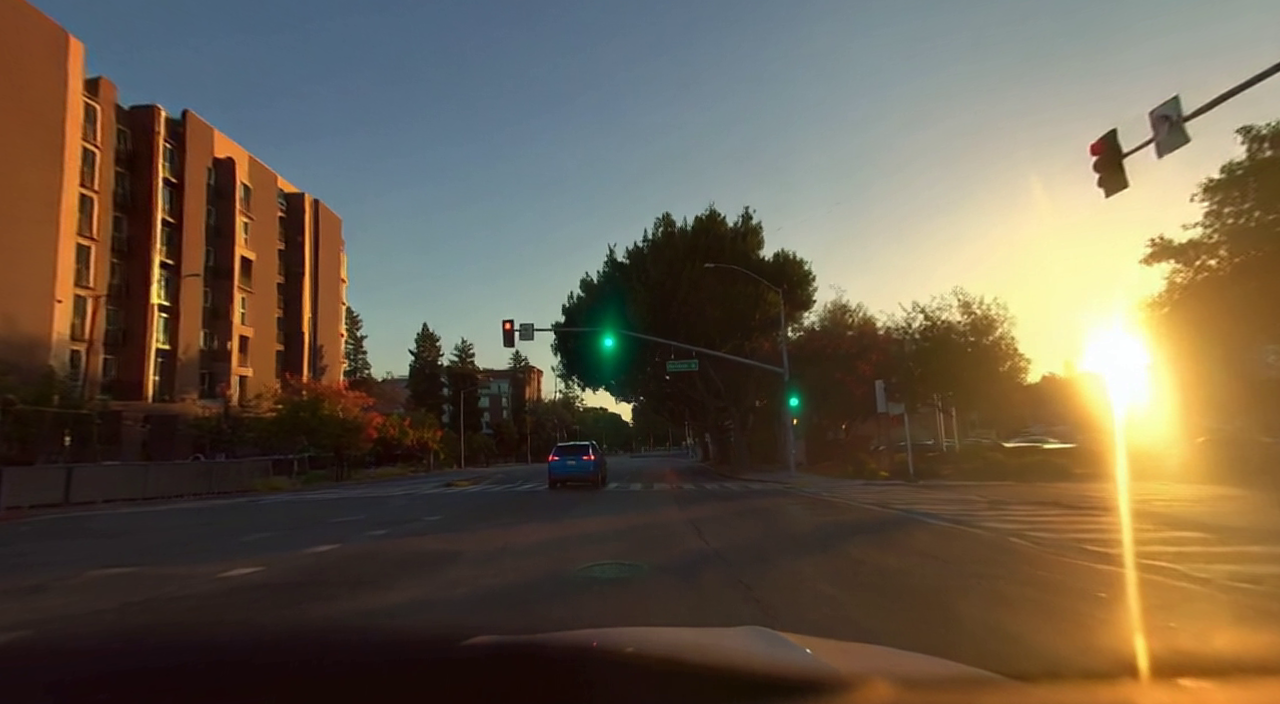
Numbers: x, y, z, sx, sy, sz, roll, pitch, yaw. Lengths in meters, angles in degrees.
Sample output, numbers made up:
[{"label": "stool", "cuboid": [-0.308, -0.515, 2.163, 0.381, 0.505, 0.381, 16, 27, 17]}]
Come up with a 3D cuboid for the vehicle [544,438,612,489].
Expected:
[{"label": "vehicle", "cuboid": [-2.315, 4.336, 24.940, 2.123, 1.799, 4.425, 0, -8, 2]}]
